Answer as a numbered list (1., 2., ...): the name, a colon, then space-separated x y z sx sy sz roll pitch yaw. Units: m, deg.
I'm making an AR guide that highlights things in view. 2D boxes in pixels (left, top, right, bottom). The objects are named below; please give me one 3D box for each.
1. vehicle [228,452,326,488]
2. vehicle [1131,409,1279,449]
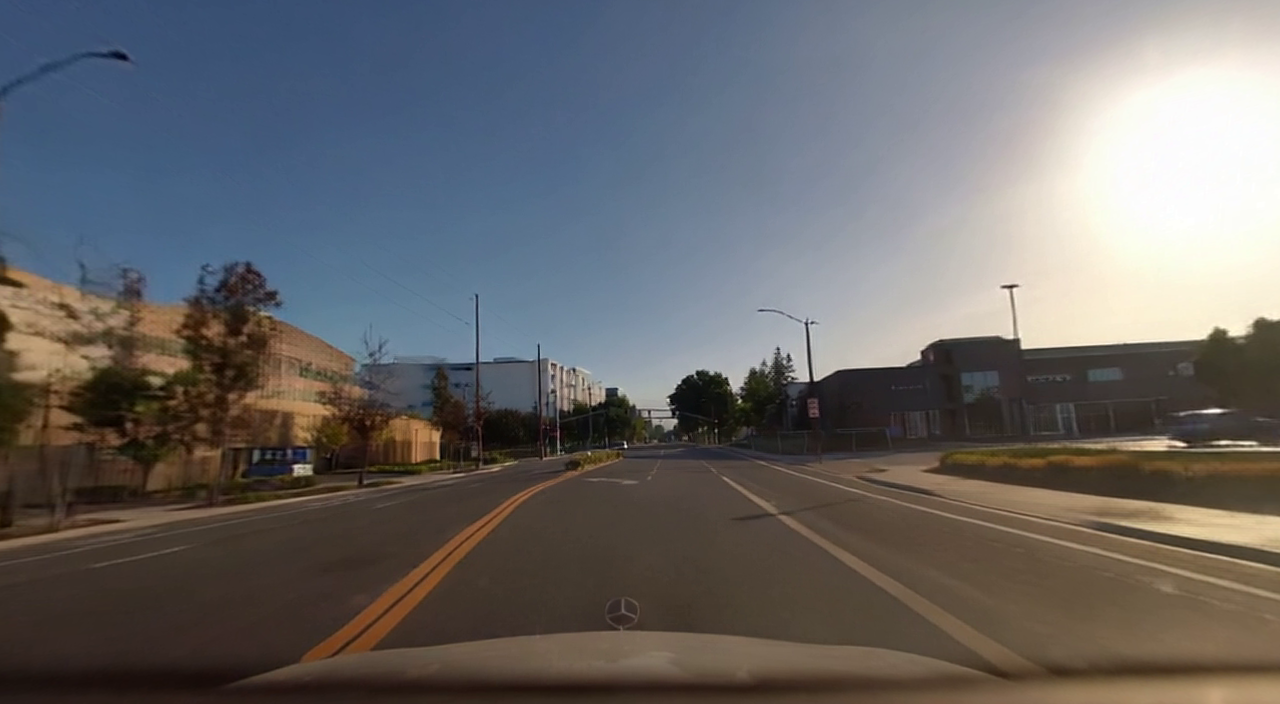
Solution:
1. vehicle: -19.547 6.350 34.333 2.030 1.759 4.949 -1 -9 5
2. vehicle: 21.078 2.832 23.026 4.621 1.393 1.824 -1 -9 6
